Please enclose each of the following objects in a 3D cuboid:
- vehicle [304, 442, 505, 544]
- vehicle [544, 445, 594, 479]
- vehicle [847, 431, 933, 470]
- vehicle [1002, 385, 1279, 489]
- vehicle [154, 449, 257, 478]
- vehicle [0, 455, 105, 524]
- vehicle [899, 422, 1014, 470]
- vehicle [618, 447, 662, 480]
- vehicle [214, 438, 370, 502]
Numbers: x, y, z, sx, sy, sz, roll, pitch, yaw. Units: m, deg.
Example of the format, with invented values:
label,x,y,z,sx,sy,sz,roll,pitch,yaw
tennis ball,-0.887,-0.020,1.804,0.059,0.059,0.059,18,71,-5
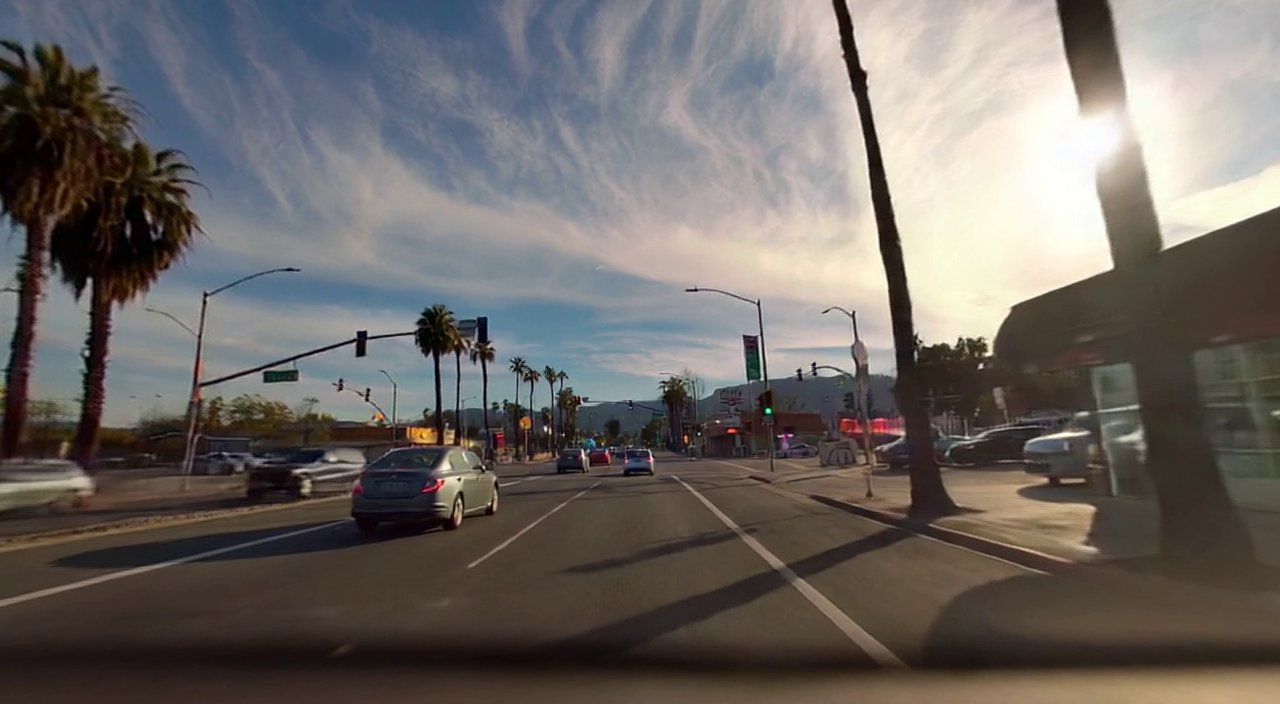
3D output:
label,x,y,z,sx,sy,sz,roll,pitch,yaw
vehicle,-4.021,2.449,11.675,1.904,1.513,4.410,-1,-8,2
vehicle,-3.592,5.658,32.506,1.979,1.634,3.957,-1,-8,2
vehicle,11.107,4.415,28.254,1.982,1.623,4.211,0,-8,-2
vehicle,11.064,2.058,14.648,2.111,1.875,5.301,-3,-10,1
vehicle,-30.910,7.921,44.762,5.616,1.927,2.324,-1,-8,2
vehicle,-15.626,3.240,14.832,1.946,1.514,4.498,0,-8,0
vehicle,13.784,4.157,27.877,2.345,1.886,5.809,-1,-8,3
vehicle,0.036,5.566,31.664,2.094,1.496,4.070,0,-8,1
vehicle,-11.775,3.998,21.869,2.286,1.922,5.328,0,-8,1
